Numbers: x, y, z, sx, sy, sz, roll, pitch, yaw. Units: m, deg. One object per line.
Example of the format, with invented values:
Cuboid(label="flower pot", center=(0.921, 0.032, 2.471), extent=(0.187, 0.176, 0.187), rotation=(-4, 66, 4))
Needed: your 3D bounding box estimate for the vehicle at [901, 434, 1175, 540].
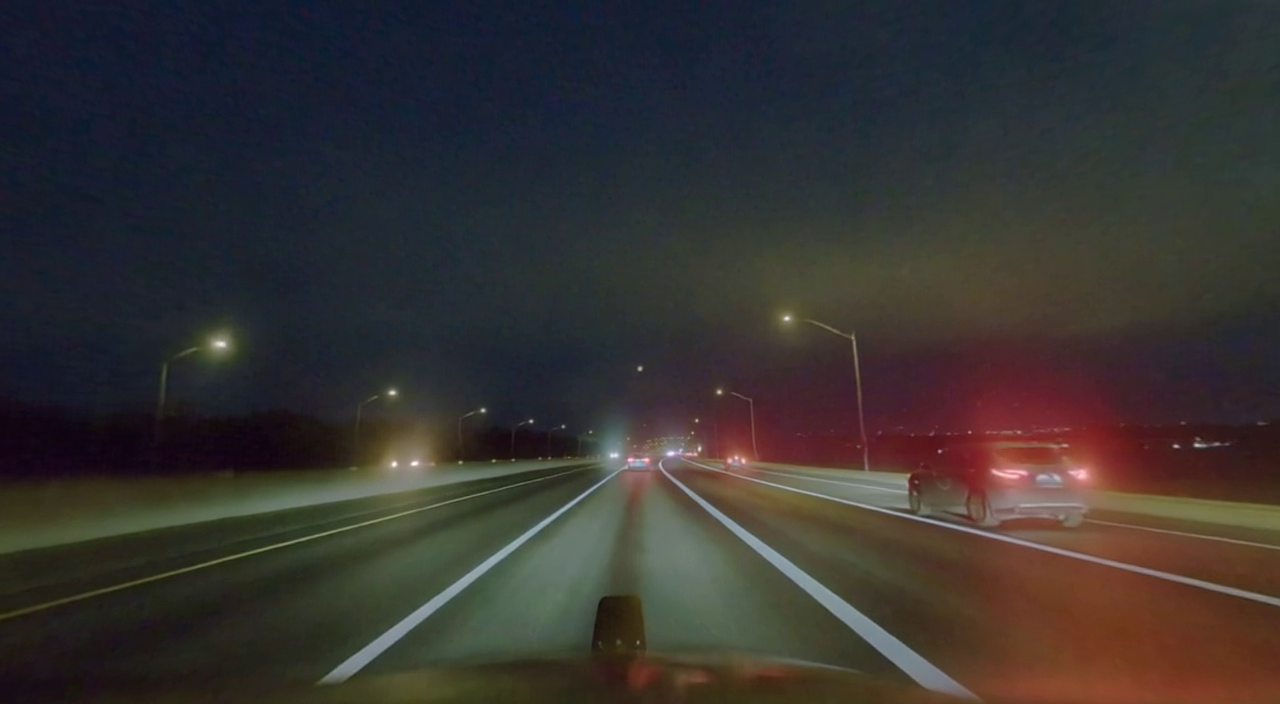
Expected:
Cuboid(label="vehicle", center=(6.867, 2.360, 11.625), extent=(2.008, 1.533, 4.592), rotation=(0, -9, -1))

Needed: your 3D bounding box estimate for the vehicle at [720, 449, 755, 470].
Cuboid(label="vehicle", center=(7.114, 7.901, 46.124), extent=(1.941, 1.485, 3.701), rotation=(0, -9, -1))

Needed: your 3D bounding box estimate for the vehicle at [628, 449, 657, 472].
Cuboid(label="vehicle", center=(0.181, 7.877, 45.705), extent=(2.025, 1.526, 4.181), rotation=(0, -9, 0))
